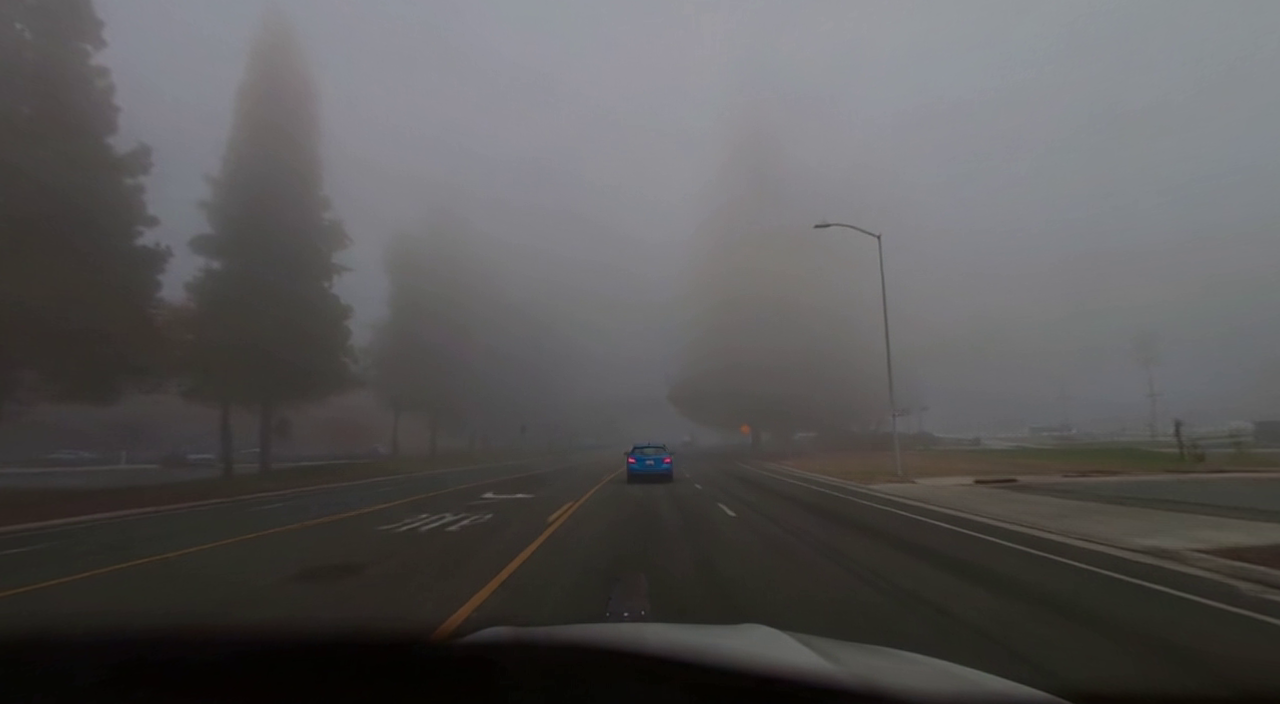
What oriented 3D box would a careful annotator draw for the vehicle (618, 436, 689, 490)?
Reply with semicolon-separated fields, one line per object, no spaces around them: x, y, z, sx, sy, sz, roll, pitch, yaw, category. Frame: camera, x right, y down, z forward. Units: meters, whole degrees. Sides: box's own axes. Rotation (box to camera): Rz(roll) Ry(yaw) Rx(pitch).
0.417;3.457;19.951;2.010;1.535;3.735;0;-8;1;vehicle
